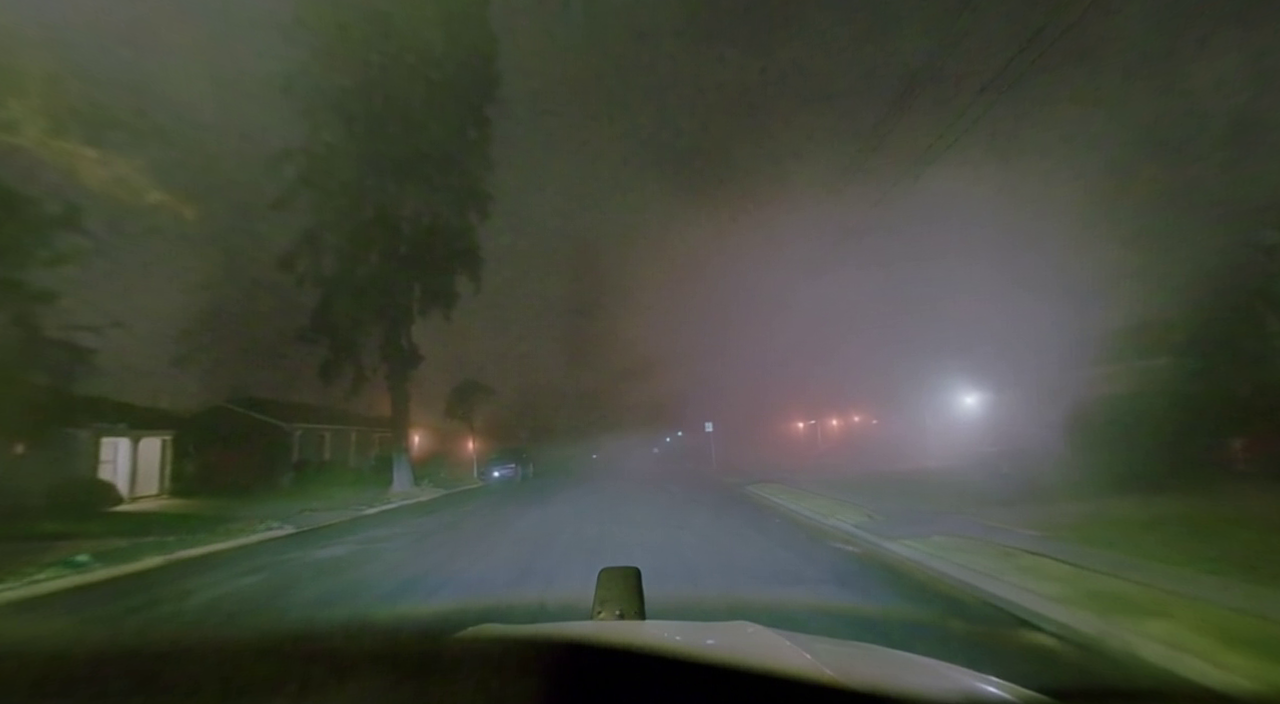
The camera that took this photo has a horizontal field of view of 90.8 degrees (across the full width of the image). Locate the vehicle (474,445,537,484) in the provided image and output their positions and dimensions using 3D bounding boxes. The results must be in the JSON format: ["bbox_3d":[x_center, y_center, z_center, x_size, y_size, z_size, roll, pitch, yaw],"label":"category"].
[{"bbox_3d":[-6.590,5.558,31.570,2.078,1.745,5.119,0,-9,-1],"label":"vehicle"}]
